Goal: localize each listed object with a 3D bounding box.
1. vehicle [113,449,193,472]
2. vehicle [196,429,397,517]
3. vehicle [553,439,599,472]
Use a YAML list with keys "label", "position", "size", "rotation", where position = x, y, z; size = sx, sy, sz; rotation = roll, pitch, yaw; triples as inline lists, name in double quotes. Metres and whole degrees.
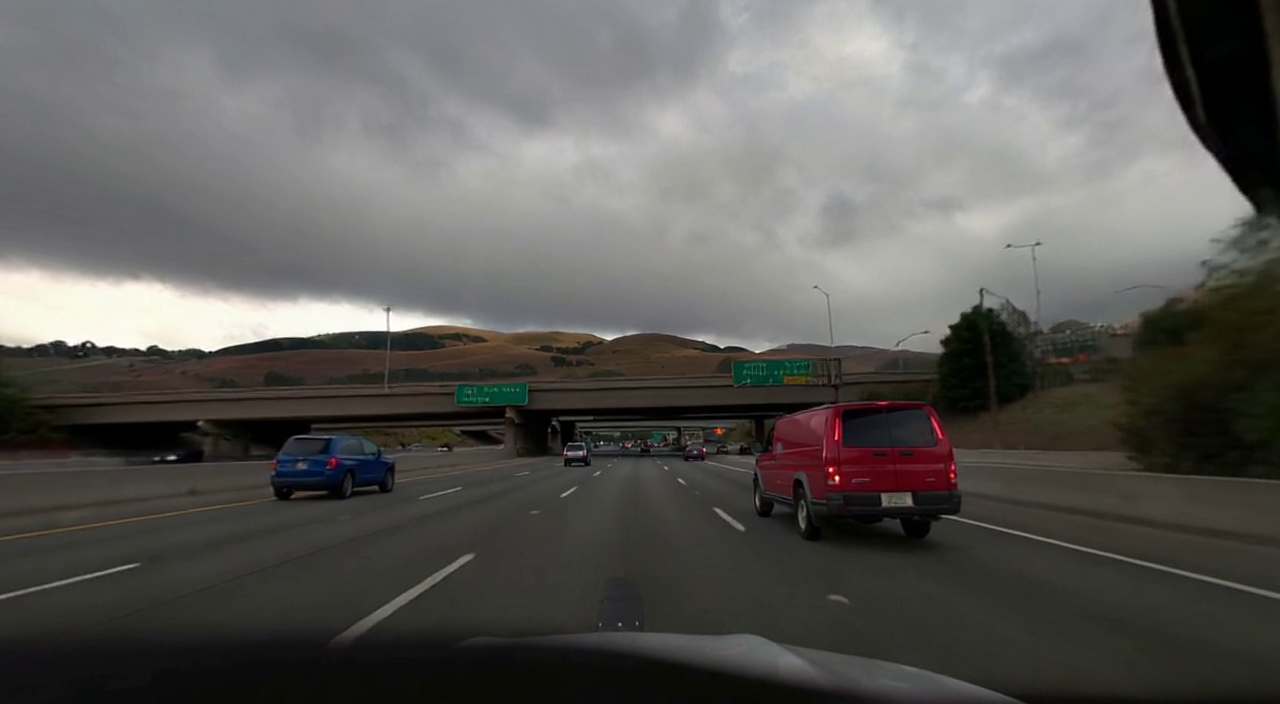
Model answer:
- label: "vehicle"
  position: [-33.761, 7.516, 43.821]
  size: [1.775, 1.506, 4.629]
  rotation: [0, -9, 0]
- label: "vehicle"
  position: [-7.756, 2.770, 14.908]
  size: [2.092, 1.712, 4.627]
  rotation: [0, -9, 0]
- label: "vehicle"
  position: [-3.732, 6.182, 37.705]
  size: [2.144, 1.847, 4.850]
  rotation: [0, -9, 1]
